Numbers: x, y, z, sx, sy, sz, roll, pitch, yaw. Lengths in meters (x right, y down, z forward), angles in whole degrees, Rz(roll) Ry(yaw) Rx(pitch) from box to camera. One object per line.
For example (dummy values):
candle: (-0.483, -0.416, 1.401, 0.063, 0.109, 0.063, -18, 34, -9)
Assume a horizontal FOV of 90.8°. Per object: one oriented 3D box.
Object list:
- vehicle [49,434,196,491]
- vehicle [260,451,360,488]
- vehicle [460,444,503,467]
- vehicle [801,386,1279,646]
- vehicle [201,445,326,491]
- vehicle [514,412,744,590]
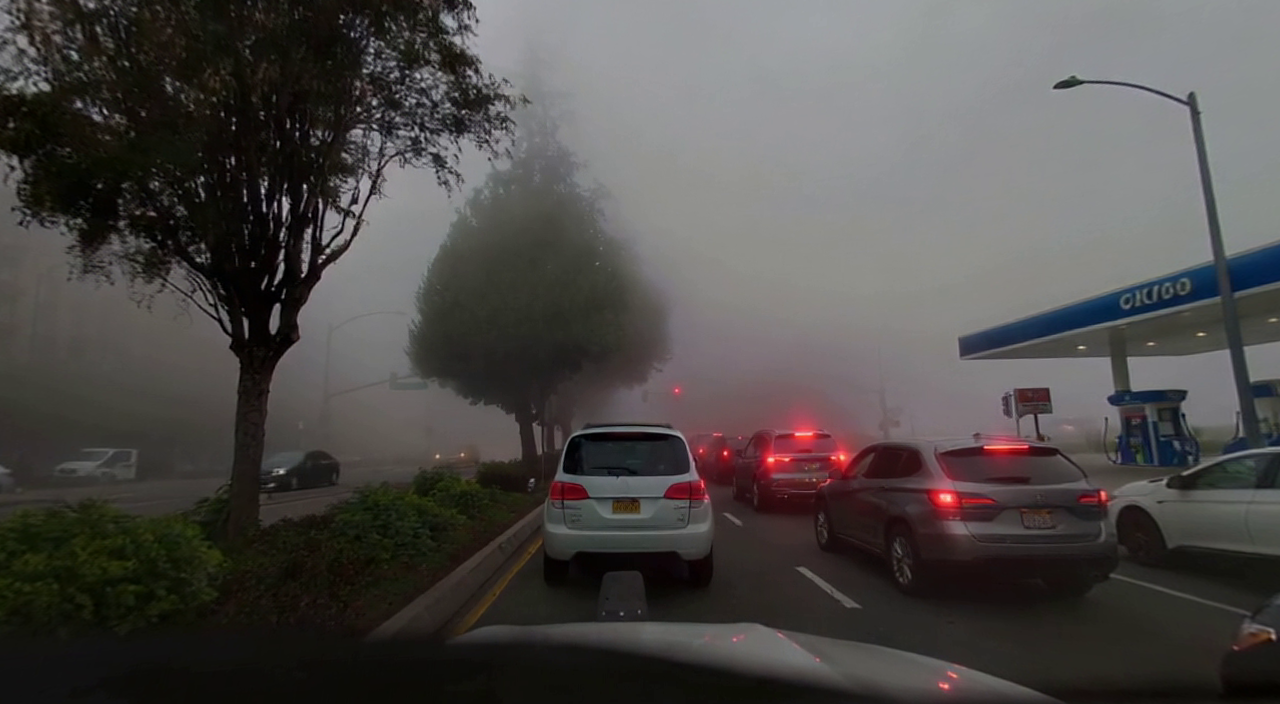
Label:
vehicle: (-26.938, 5.753, 33.317, 2.571, 2.711, 6.027, 0, -9, -1)
vehicle: (-14.854, 5.281, 28.758, 2.011, 1.465, 4.528, -1, -9, 1)
vehicle: (-11.427, 7.494, 45.860, 1.955, 1.546, 4.232, -1, -9, 1)
vehicle: (3.360, 1.411, 6.476, 2.056, 1.700, 4.399, 0, -9, -3)
vehicle: (-17.839, 5.472, 30.396, 2.325, 1.938, 5.913, 0, -9, 0)
vehicle: (-0.141, 1.651, 7.736, 2.106, 1.613, 3.697, 0, -9, -1)
